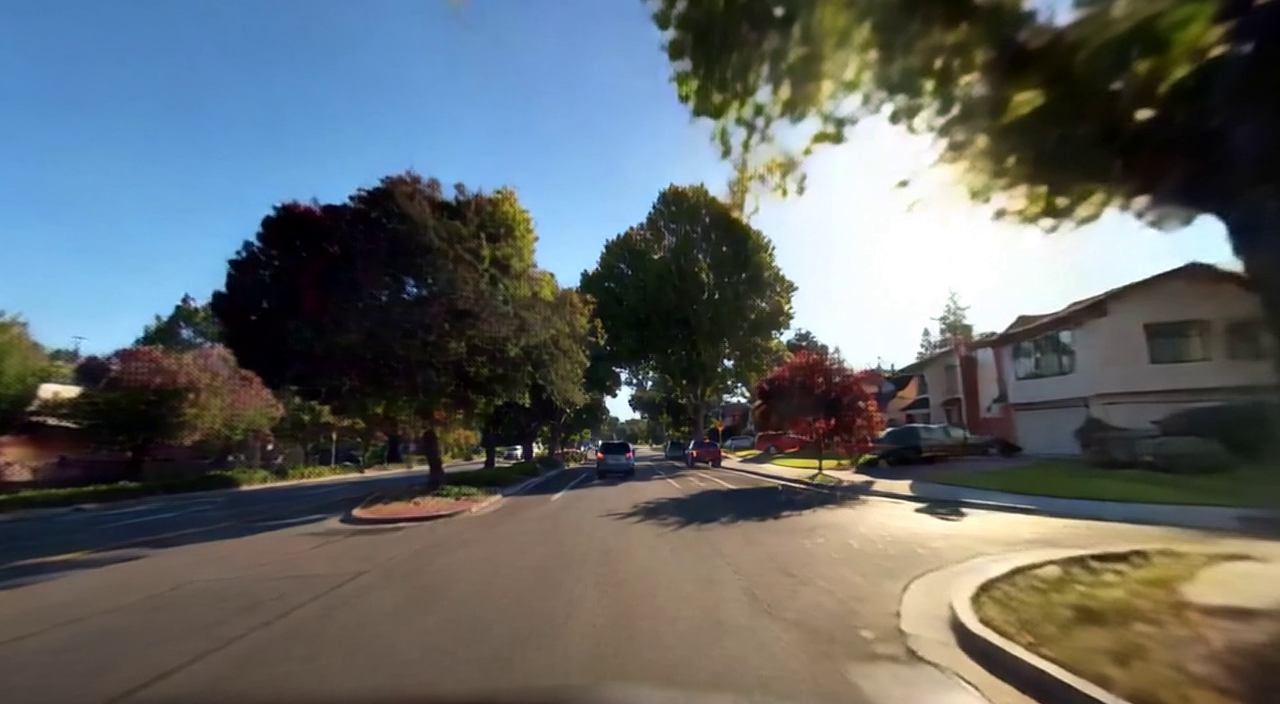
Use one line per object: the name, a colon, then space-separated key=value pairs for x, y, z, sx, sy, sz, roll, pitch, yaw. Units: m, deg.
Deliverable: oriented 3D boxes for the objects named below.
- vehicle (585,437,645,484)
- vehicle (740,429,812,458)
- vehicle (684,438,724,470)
vehicle: x=-0.912 y=4.104 z=24.348 sx=2.106 sy=1.655 sz=3.717 roll=0 pitch=-8 yaw=-1
vehicle: x=10.265 y=6.913 z=47.901 sx=4.919 sy=1.886 sz=2.086 roll=-3 pitch=-9 yaw=0
vehicle: x=3.801 y=6.129 z=38.343 sx=2.045 sy=1.776 sz=4.851 roll=0 pitch=-8 yaw=2
